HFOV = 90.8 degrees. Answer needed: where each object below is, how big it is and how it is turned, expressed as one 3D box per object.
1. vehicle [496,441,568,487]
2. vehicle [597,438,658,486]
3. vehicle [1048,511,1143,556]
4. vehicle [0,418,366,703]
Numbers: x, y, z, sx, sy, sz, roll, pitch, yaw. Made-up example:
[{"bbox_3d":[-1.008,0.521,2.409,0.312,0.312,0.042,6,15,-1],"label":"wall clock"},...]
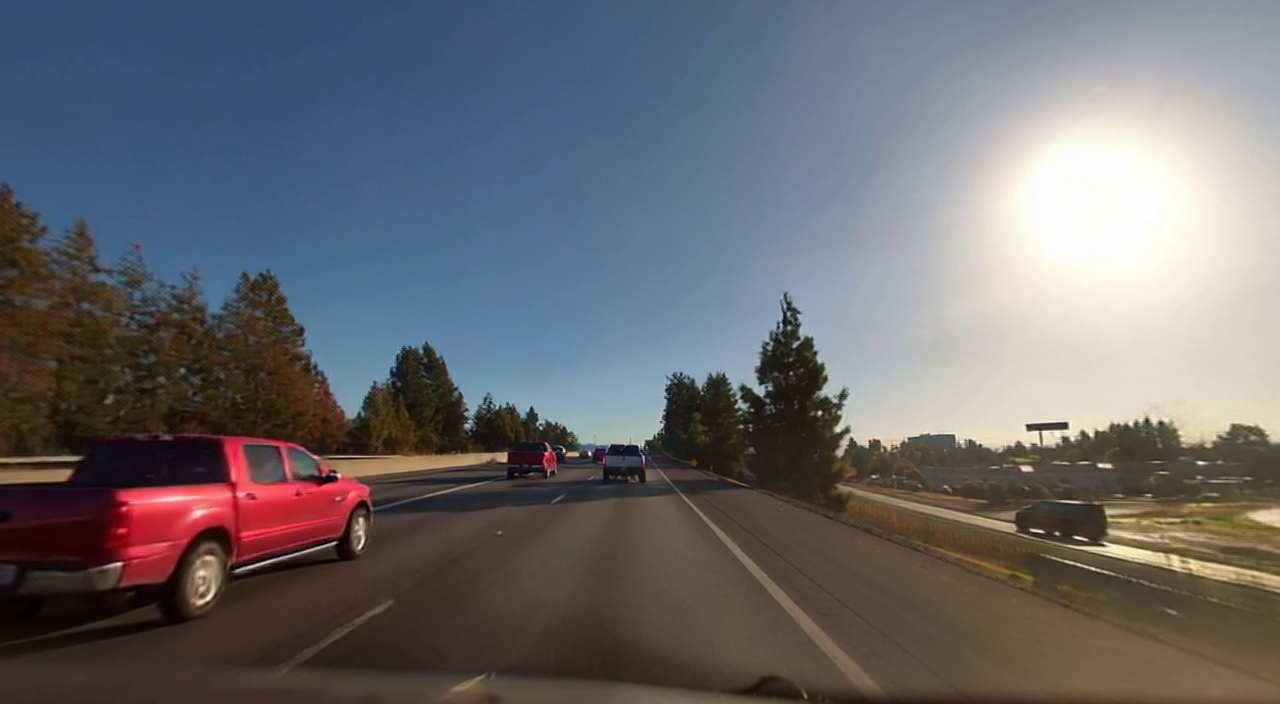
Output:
[{"bbox_3d":[-4.352,4.575,26.282,2.038,1.704,5.181,0,-8,1],"label":"vehicle"},{"bbox_3d":[-0.428,4.480,26.080,2.293,1.753,4.380,0,-8,1],"label":"vehicle"},{"bbox_3d":[23.707,9.440,33.118,1.956,1.594,4.425,0,-8,4],"label":"vehicle"},{"bbox_3d":[-4.150,1.352,5.050,1.936,1.470,4.402,0,-8,0],"label":"vehicle"}]
